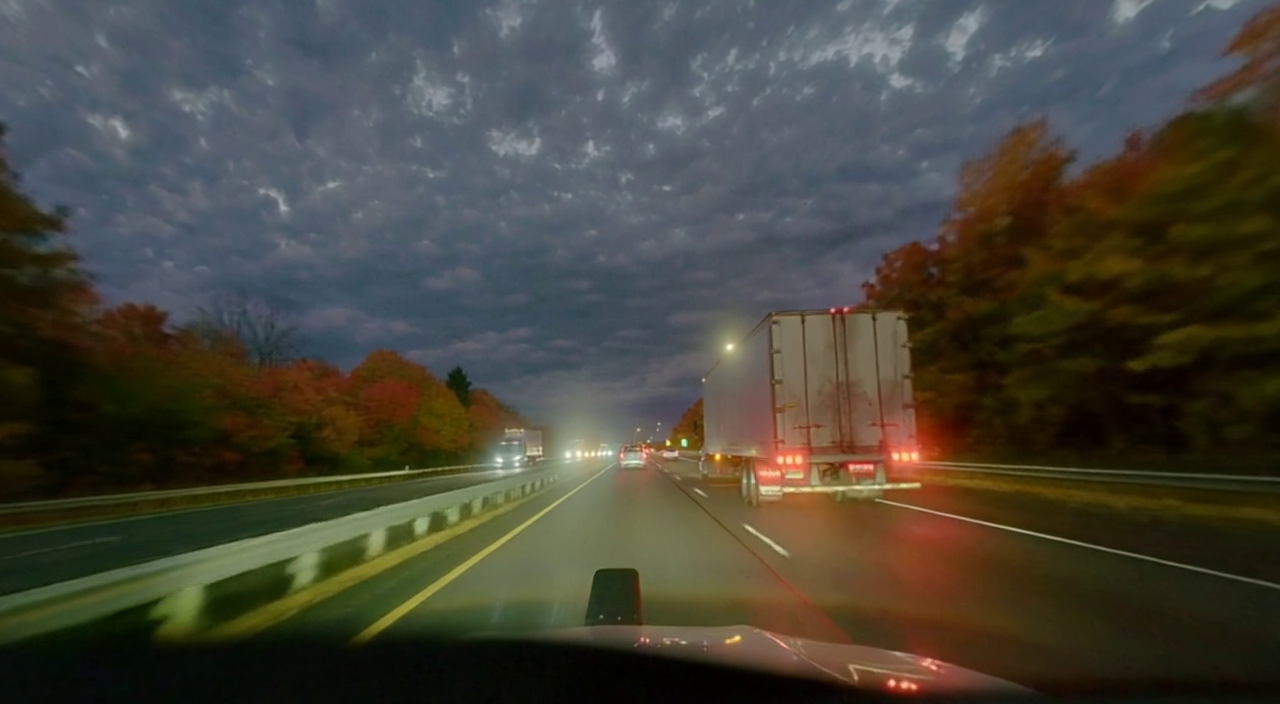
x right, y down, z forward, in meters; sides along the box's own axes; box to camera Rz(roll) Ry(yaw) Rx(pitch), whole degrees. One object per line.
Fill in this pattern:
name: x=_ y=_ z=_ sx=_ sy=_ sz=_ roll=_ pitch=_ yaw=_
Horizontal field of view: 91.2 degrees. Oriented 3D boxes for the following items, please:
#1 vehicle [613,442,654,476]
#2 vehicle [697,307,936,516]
vehicle: x=-0.378 y=5.915 z=34.896 sx=2.151 sy=1.693 sz=4.201 roll=0 pitch=-9 yaw=-1
vehicle: x=4.016 y=2.158 z=19.090 sx=3.068 sy=4.042 sz=13.787 roll=-1 pitch=-9 yaw=-1
